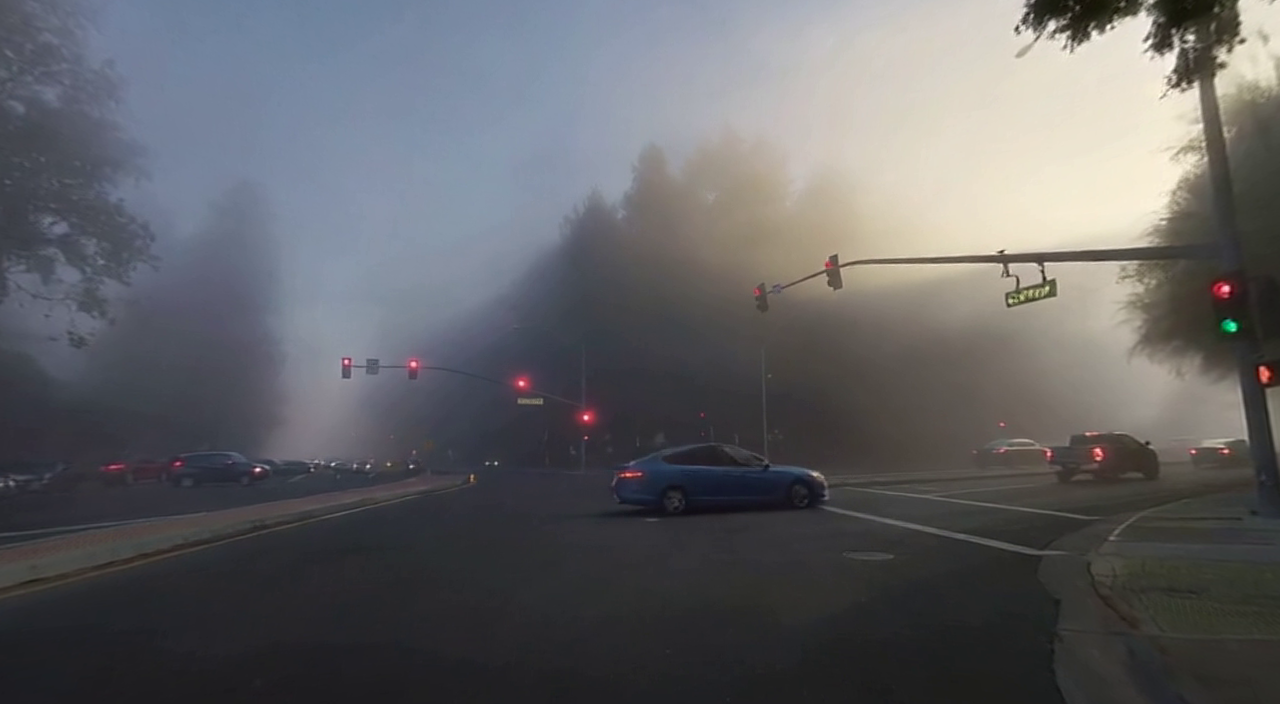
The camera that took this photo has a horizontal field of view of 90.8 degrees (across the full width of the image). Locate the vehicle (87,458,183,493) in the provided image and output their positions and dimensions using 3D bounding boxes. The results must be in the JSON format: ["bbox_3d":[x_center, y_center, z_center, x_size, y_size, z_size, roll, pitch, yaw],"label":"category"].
[{"bbox_3d":[-26.723,6.514,33.655,2.081,1.670,4.376,1,-9,-11],"label":"vehicle"}]

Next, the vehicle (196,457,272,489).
[{"bbox_3d":[-23.362,6.935,36.562,2.020,1.615,4.656,1,-9,-11],"label":"vehicle"}]

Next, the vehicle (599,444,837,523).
[{"bbox_3d":[1.615,2.758,13.746,4.702,1.468,1.999,2,-9,-14],"label":"vehicle"}]

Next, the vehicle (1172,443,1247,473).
[{"bbox_3d":[29.573,5.450,32.737,4.728,1.471,1.957,6,-11,-38],"label":"vehicle"}]

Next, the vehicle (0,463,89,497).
[{"bbox_3d":[-30.054,6.317,31.356,1.965,1.448,4.553,1,-9,-11],"label":"vehicle"}]

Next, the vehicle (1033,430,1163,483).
[{"bbox_3d":[18.675,4.191,25.677,5.896,1.937,2.358,6,-11,-35],"label":"vehicle"}]
